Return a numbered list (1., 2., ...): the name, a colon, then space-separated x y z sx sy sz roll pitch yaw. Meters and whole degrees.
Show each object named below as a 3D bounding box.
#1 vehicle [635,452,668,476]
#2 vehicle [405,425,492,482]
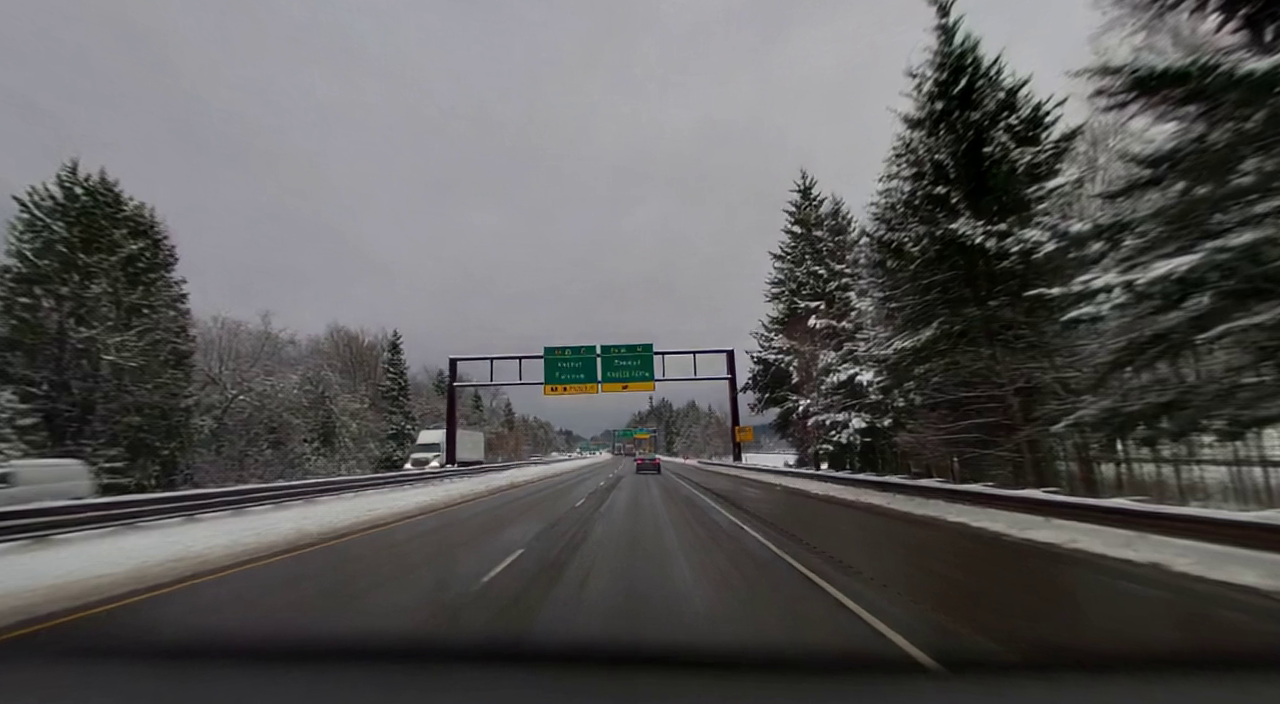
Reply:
1. vehicle: 0.702 7.195 40.574 2.036 1.457 3.471 0 -9 -1
2. vehicle: -13.892 7.535 46.850 3.366 3.773 9.860 0 -9 0
